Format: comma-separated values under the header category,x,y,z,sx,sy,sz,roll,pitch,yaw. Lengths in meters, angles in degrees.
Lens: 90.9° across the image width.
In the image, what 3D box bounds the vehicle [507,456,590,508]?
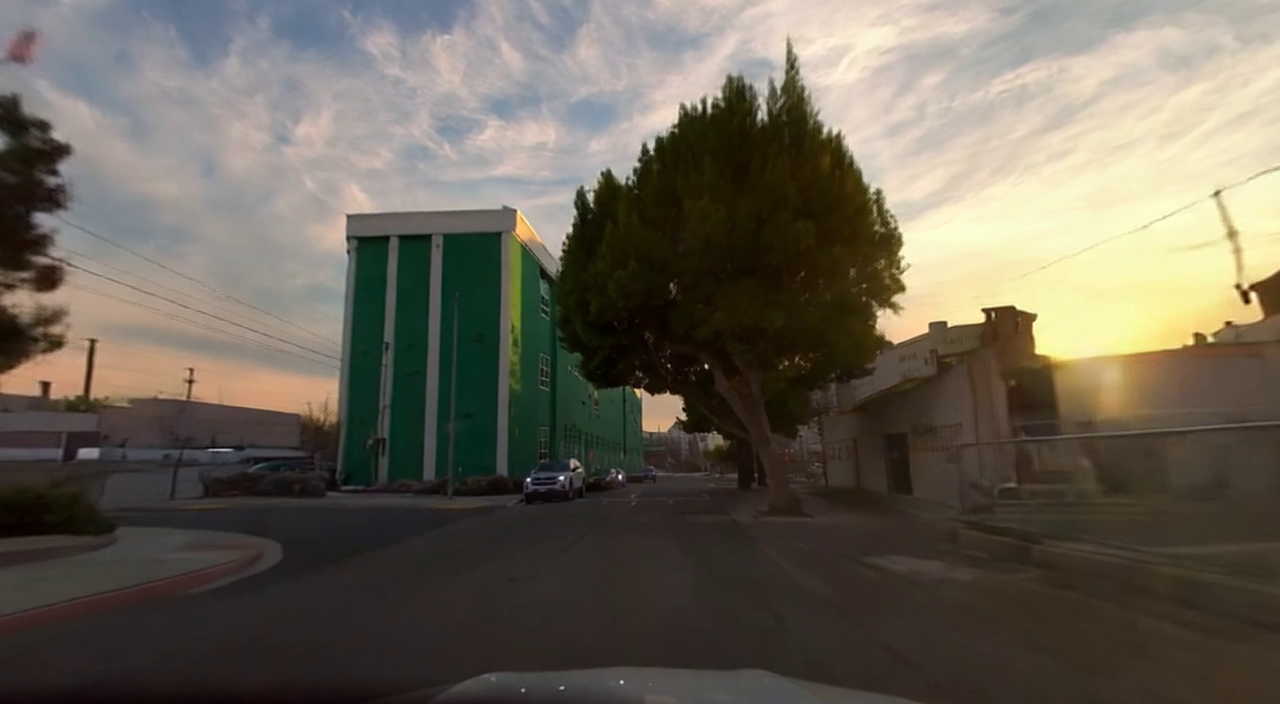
category,x,y,z,sx,sy,sz,roll,pitch,yaw
vehicle,-3.385,4.935,24.322,2.022,1.776,4.625,-2,-10,7
